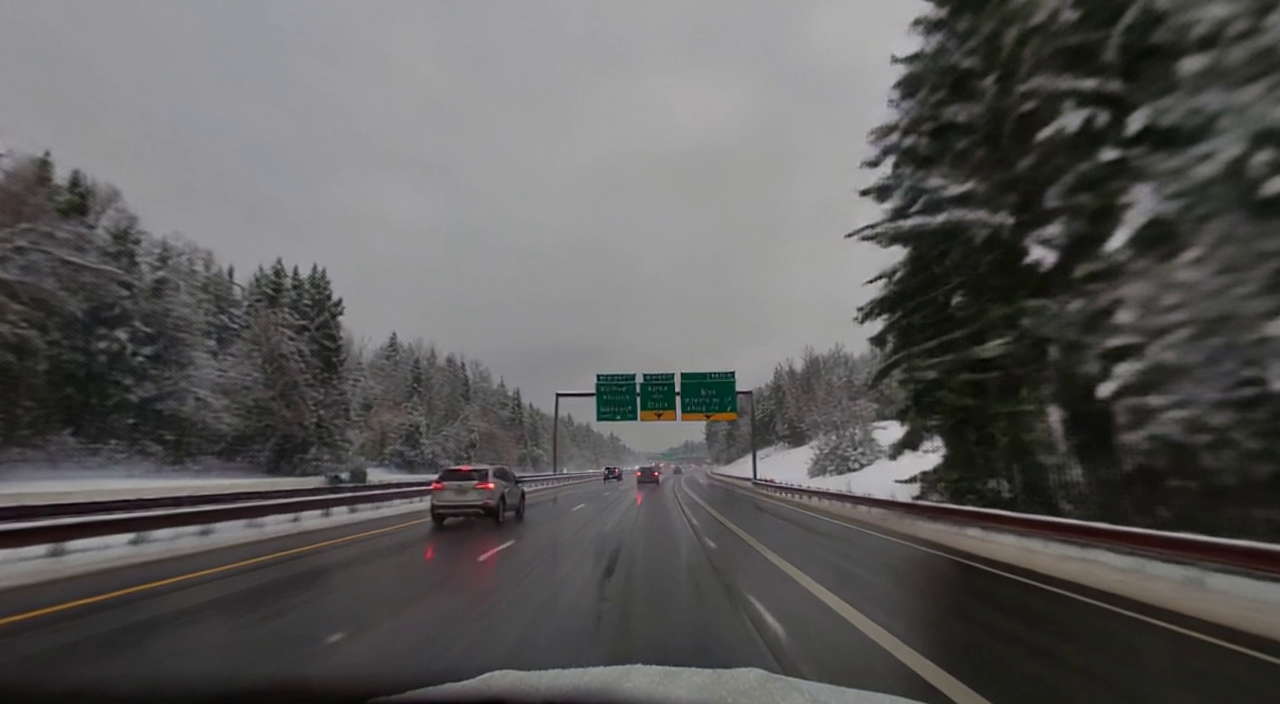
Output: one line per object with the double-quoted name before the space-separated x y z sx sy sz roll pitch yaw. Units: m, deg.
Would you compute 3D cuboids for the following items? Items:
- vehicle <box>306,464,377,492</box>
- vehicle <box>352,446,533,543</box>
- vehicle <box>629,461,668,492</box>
"vehicle" -18.169 7.669 38.546 1.962 1.525 4.395 1 -10 3
"vehicle" -3.710 2.827 12.958 2.063 1.556 4.740 1 -10 1
"vehicle" 0.552 7.117 36.113 2.000 1.594 3.996 1 -10 3
